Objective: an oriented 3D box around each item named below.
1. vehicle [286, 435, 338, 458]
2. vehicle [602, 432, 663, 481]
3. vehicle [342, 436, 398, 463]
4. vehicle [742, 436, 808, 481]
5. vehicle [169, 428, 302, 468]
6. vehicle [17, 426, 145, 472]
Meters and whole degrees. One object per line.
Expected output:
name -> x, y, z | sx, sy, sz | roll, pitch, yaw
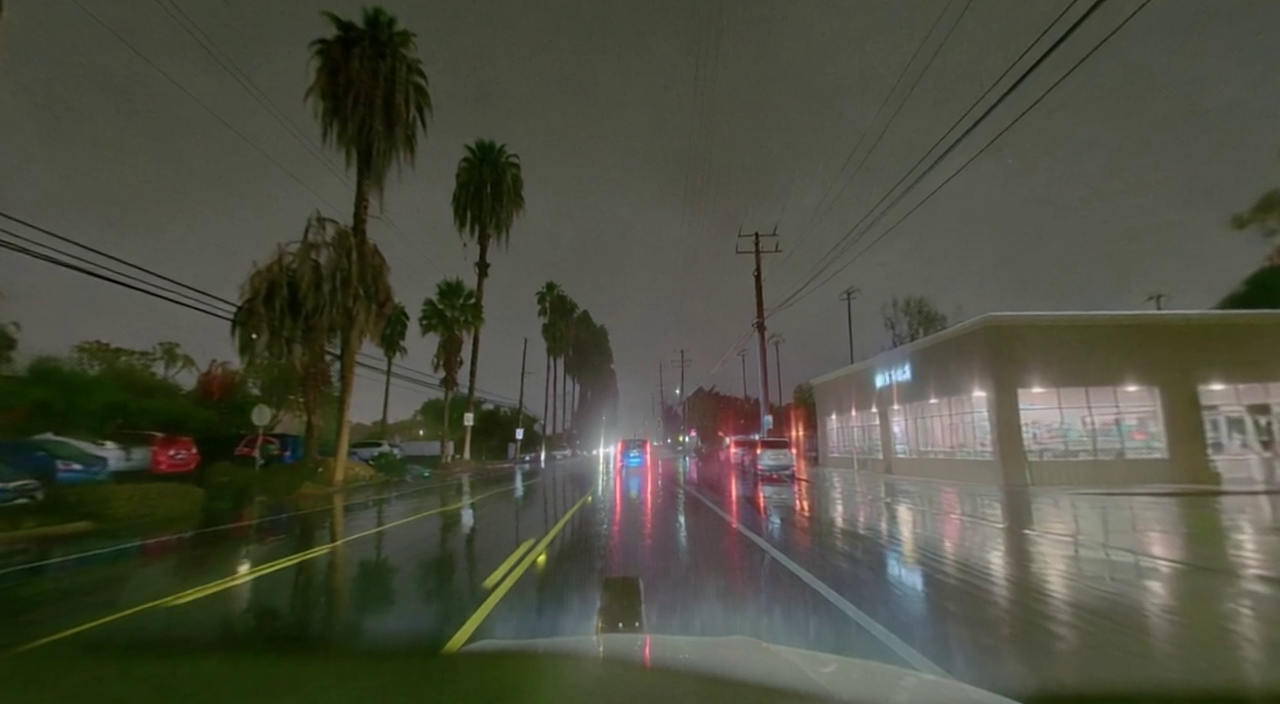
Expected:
vehicle -> -23.003, 6.661, 44.291 | 1.829, 1.492, 4.487 | 1, -9, -8
vehicle -> -0.283, 4.213, 25.611 | 2.264, 1.798, 4.563 | 0, -8, 0
vehicle -> -17.715, 6.404, 41.514 | 2.084, 1.678, 4.707 | 1, -9, -7
vehicle -> 5.878, 4.699, 27.991 | 1.945, 1.791, 4.460 | 0, -9, 0
vehicle -> -19.133, 4.543, 29.919 | 4.976, 1.741, 1.986 | 7, -11, -40
vehicle -> -22.109, 3.859, 25.178 | 1.860, 1.656, 4.483 | 2, -9, -14
